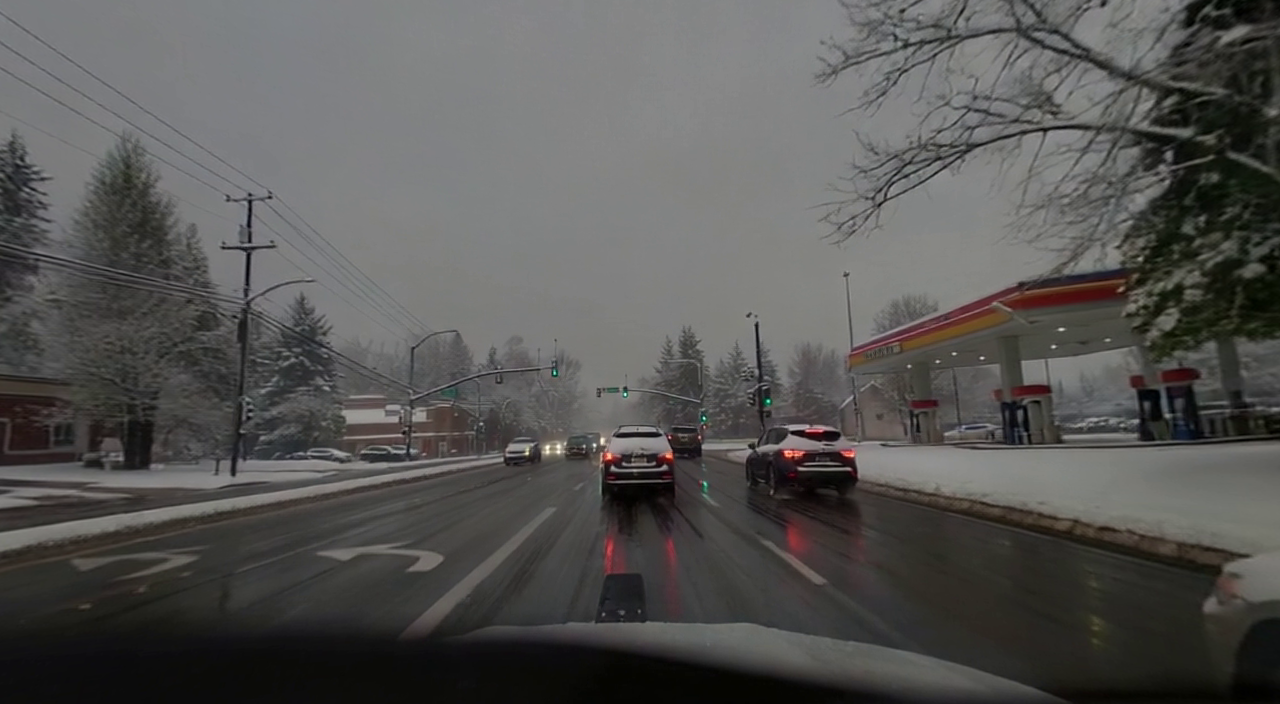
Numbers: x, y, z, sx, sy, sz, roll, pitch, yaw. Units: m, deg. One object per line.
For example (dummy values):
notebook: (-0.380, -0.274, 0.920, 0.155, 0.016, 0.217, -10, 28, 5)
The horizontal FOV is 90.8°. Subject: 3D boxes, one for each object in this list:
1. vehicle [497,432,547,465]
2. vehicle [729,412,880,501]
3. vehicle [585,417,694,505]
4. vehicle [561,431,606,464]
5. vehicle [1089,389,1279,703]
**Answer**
vehicle: (-6.573, 5.430, 35.718, 1.994, 1.695, 4.471, 0, -8, 0)
vehicle: (3.695, 2.492, 15.386, 2.116, 1.791, 5.006, 0, -8, -3)
vehicle: (-0.092, 2.446, 14.505, 2.164, 1.718, 3.881, 0, -8, -2)
vehicle: (-3.163, 5.489, 36.353, 2.155, 1.745, 4.248, 0, -8, 0)
vehicle: (3.338, 0.691, 1.059, 1.904, 1.472, 4.358, 0, -8, -1)
